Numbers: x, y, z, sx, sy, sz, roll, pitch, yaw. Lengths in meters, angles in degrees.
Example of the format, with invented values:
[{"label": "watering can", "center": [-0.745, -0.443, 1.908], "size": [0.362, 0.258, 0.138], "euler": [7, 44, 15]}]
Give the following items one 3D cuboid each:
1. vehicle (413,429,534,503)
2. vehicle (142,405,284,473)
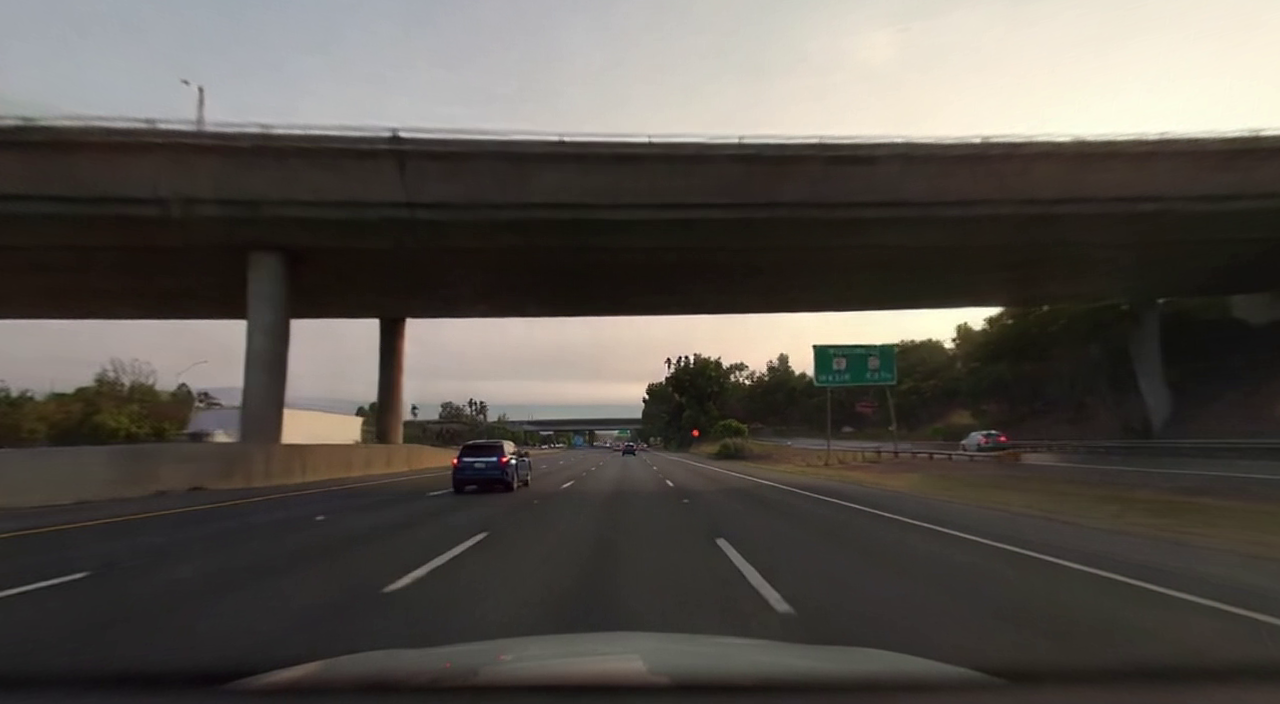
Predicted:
[{"label": "vehicle", "center": [-4.330, 3.045, 17.333], "size": [2.102, 1.727, 4.704], "euler": [0, -9, -1]}, {"label": "vehicle", "center": [-26.170, 5.454, 39.370], "size": [3.039, 3.755, 8.042], "euler": [0, -9, 1]}]
